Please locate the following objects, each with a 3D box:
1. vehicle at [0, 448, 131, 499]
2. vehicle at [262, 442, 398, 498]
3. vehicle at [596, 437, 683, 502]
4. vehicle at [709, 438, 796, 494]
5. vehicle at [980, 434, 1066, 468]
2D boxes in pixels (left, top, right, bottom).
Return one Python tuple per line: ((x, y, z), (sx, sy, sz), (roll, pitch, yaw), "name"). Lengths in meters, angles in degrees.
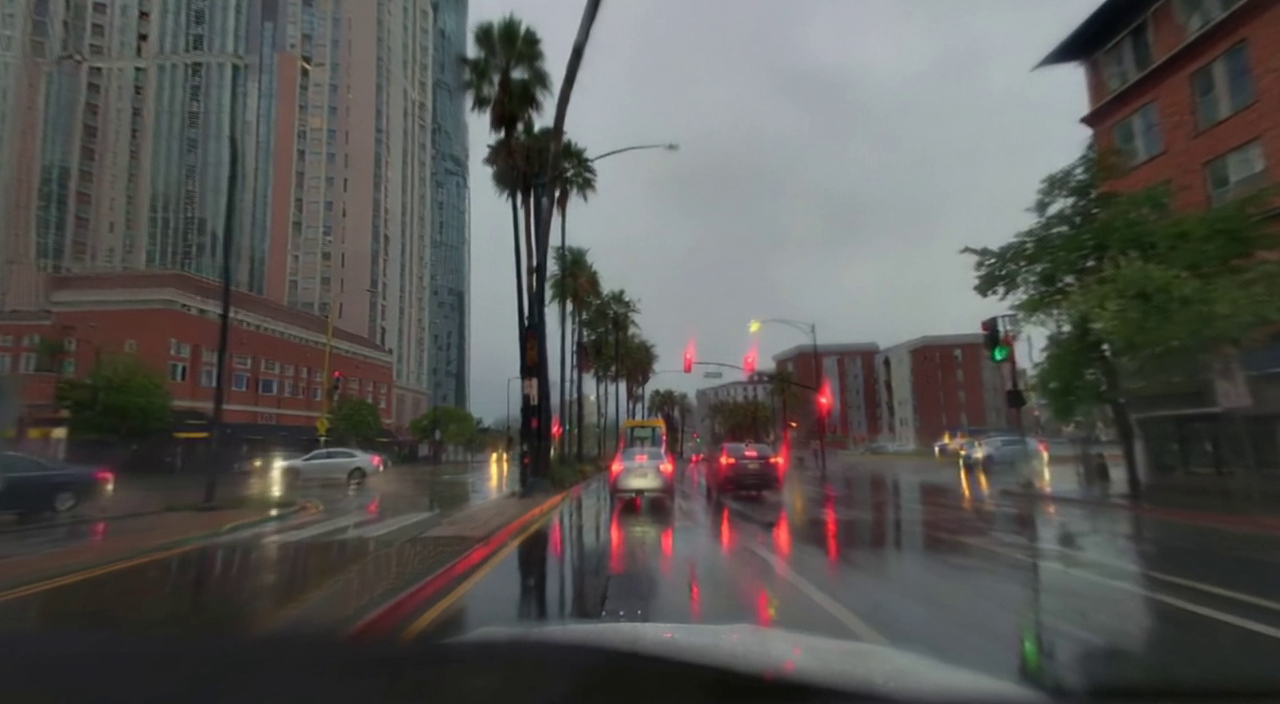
((-19.323, 3.792, 19.883), (4.641, 1.502, 1.882), (3, -9, -21), "vehicle")
((-9.448, 3.497, 19.127), (4.435, 1.501, 1.977), (-7, -11, 39), "vehicle")
((-0.011, 3.053, 16.762), (2.048, 1.503, 3.681), (0, -9, 0), "vehicle")
((3.239, 3.363, 18.900), (1.909, 1.500, 3.524), (0, -9, -1), "vehicle")
((20.250, 5.266, 33.668), (1.959, 1.674, 4.706), (-1, -9, 6), "vehicle")
